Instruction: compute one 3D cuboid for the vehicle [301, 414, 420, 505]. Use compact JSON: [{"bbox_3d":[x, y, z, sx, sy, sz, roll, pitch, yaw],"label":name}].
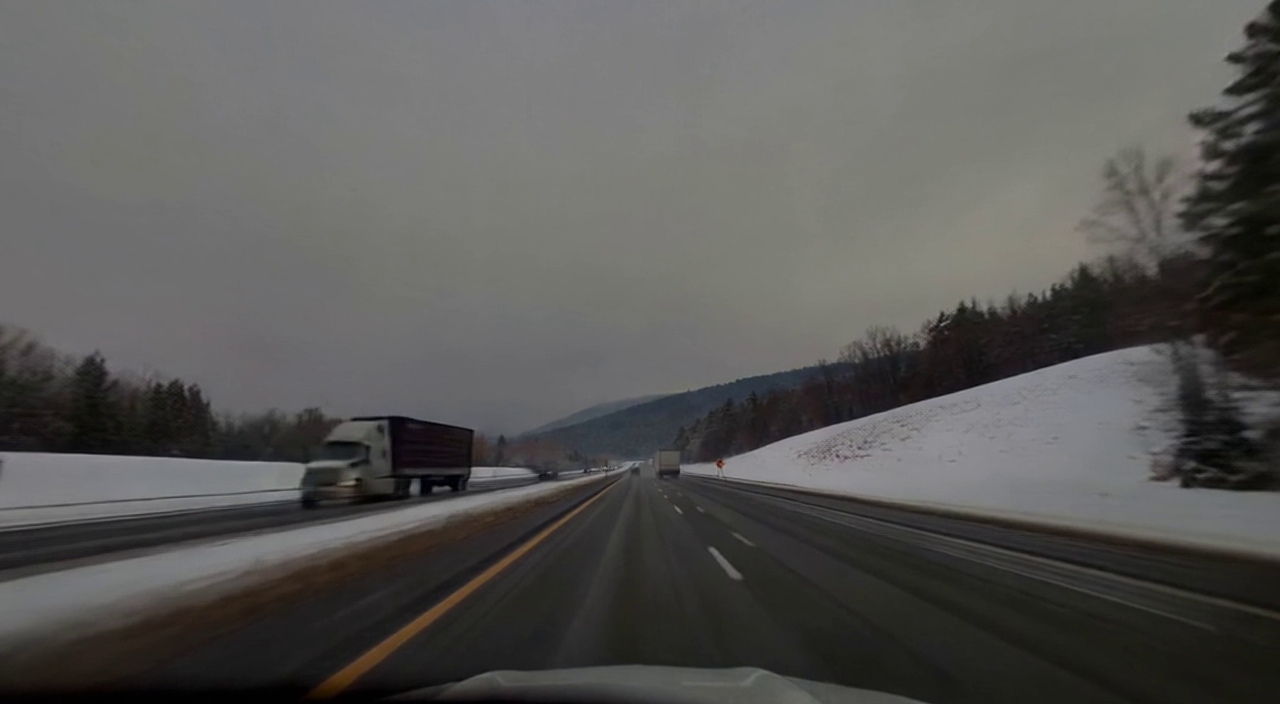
[{"bbox_3d":[-13.472,5.308,30.960,3.026,3.995,5.825,1,-11,0],"label":"vehicle"}]
